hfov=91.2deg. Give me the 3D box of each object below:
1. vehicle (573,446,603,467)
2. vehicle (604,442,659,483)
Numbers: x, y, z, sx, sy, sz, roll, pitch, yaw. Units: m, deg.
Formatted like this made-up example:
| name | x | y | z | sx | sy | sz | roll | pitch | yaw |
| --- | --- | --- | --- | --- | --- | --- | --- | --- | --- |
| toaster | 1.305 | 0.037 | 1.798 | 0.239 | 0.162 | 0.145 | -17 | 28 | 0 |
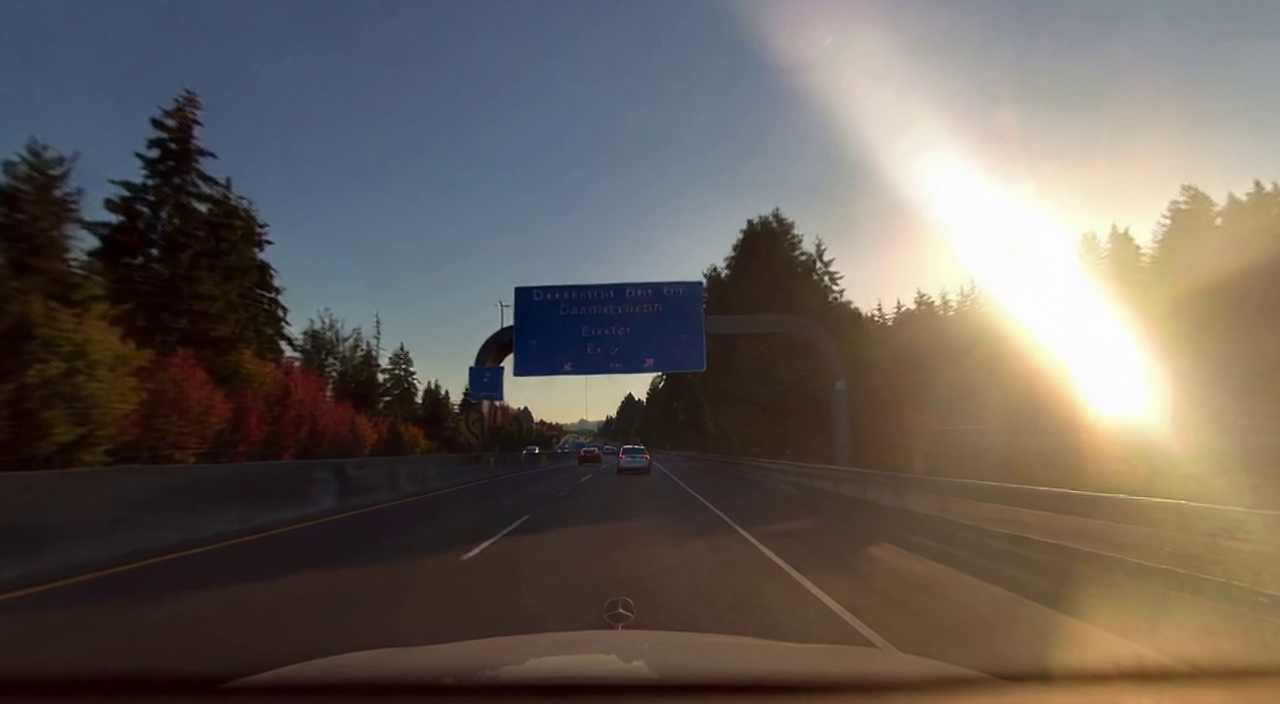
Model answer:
| name | x | y | z | sx | sy | sz | roll | pitch | yaw |
| --- | --- | --- | --- | --- | --- | --- | --- | --- | --- |
| vehicle | -3.906 | 7.910 | 47.634 | 1.994 | 1.470 | 3.752 | -1 | -9 | -1 |
| vehicle | -0.356 | 4.432 | 25.311 | 2.066 | 1.490 | 3.759 | -1 | -9 | -1 |
